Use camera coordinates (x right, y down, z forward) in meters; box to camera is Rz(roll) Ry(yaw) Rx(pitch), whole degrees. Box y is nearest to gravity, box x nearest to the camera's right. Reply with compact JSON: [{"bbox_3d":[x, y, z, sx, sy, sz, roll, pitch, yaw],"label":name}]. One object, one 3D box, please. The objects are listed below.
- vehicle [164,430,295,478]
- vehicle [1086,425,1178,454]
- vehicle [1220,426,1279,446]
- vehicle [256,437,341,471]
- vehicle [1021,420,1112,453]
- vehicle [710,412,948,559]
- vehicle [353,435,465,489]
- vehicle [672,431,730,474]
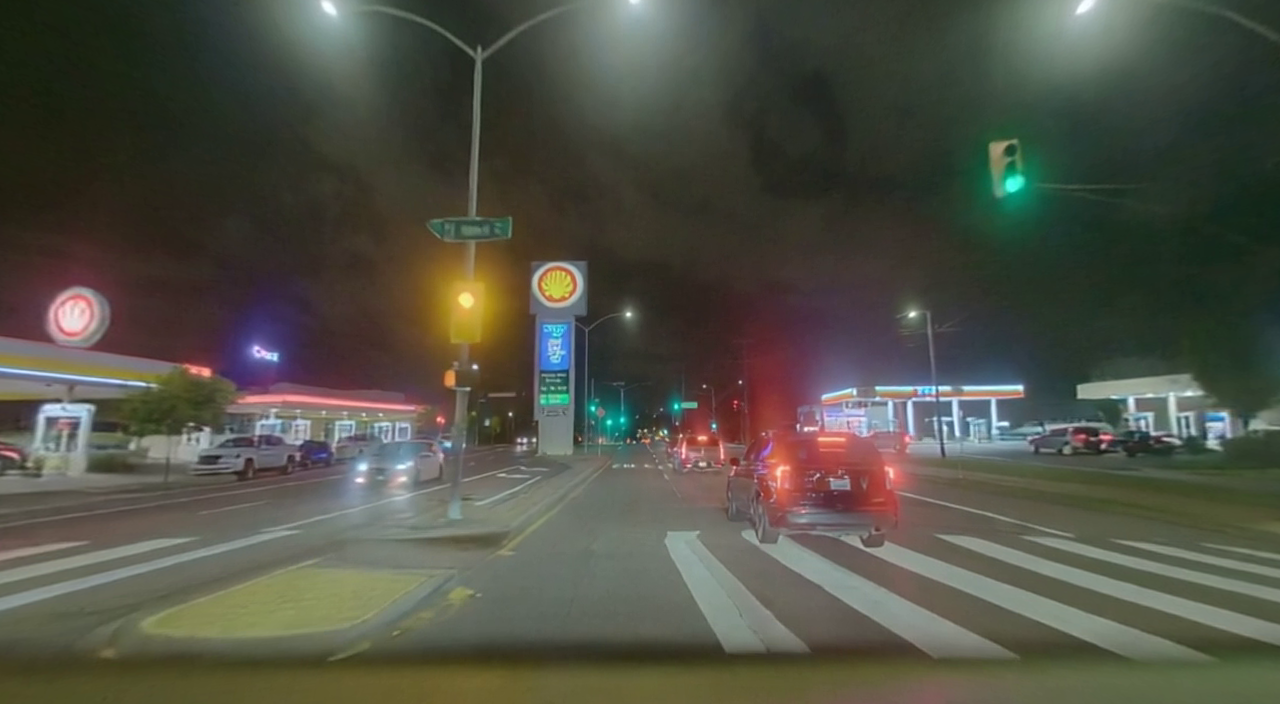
[{"bbox_3d":[-18.111,4.539,28.201,2.201,1.931,5.425,0,-9,0],"label":"vehicle"},{"bbox_3d":[28.227,5.089,36.280,2.131,1.561,3.901,0,-9,-1],"label":"vehicle"},{"bbox_3d":[45.181,6.120,45.944,3.647,1.414,1.691,-3,-9,20],"label":"vehicle"},{"bbox_3d":[-18.154,5.432,33.740,1.881,1.679,4.598,0,-9,1],"label":"vehicle"},{"bbox_3d":[24.669,4.966,36.632,2.066,1.817,4.675,0,-9,1],"label":"vehicle"},{"bbox_3d":[2.516,1.958,9.950,2.183,1.720,4.842,0,-9,-1],"label":"vehicle"},{"bbox_3d":[-7.512,3.623,21.015,2.014,1.566,4.437,0,-9,0],"label":"vehicle"},{"bbox_3d":[2.514,4.309,27.096,1.999,1.679,4.217,0,-9,-1],"label":"vehicle"}]
